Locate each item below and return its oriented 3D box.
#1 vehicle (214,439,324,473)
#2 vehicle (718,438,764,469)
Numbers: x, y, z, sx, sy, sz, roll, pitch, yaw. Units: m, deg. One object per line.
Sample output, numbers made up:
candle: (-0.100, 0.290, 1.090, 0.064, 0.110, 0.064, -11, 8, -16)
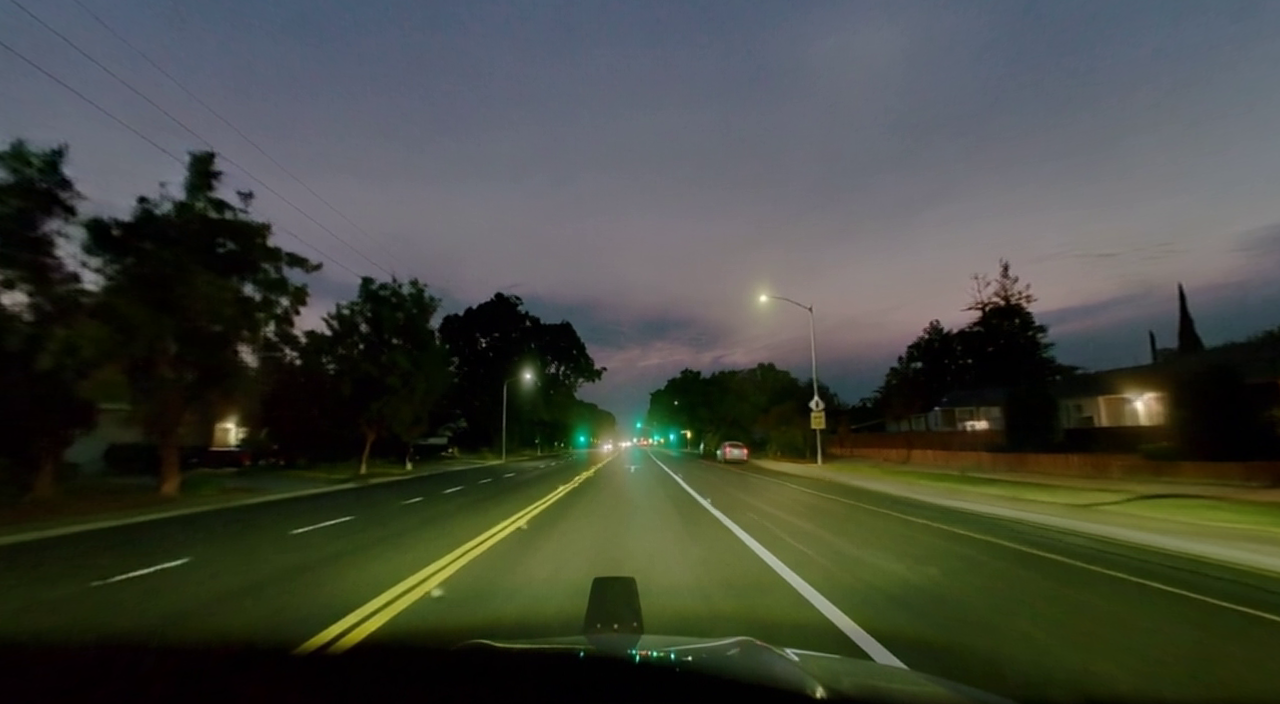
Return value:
vehicle: (-19.660, 5.499, 33.579, 4.497, 1.674, 2.168, -1, -8, 3)
vehicle: (6.458, 6.566, 40.976, 2.099, 1.878, 4.476, 0, -8, -1)
